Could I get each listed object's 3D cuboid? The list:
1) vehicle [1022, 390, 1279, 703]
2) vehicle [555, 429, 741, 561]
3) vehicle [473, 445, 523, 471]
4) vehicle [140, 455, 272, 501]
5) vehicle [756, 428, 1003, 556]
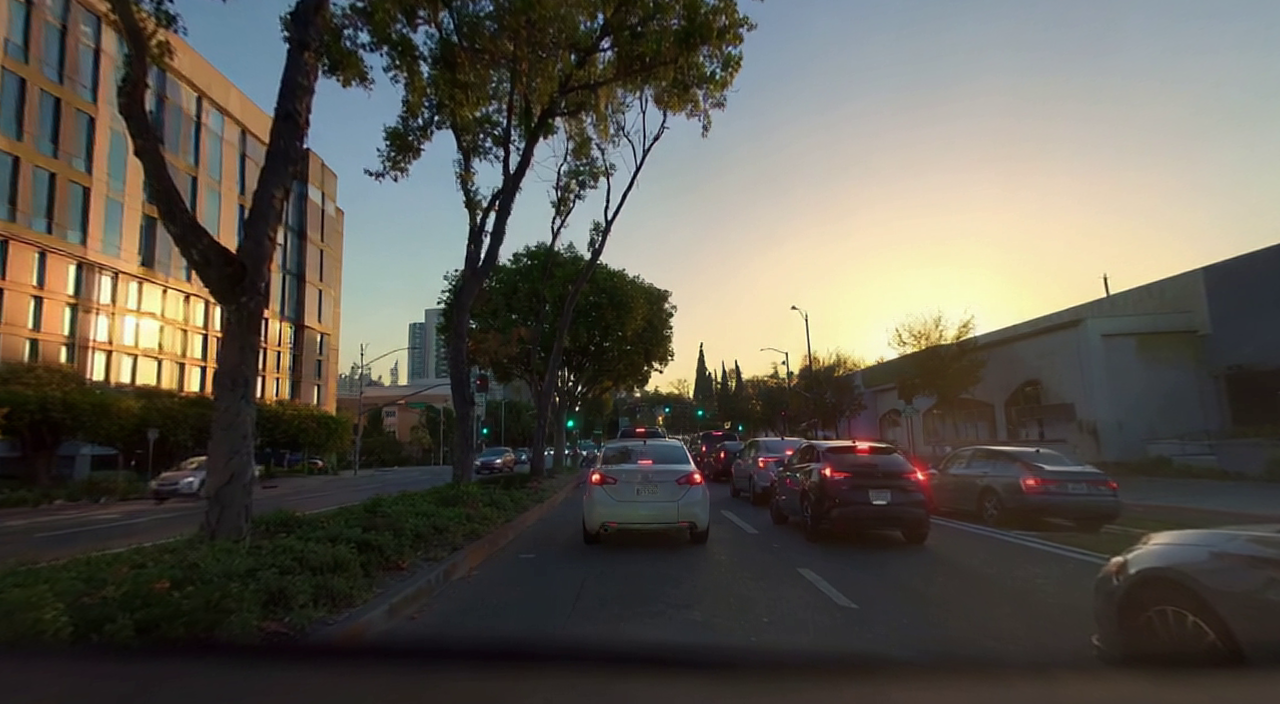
[{"bbox_3d":[3.219,0.749,1.296,1.982,1.491,4.664,0,-8,1],"label":"vehicle"},{"bbox_3d":[0.057,1.926,9.281,2.105,1.474,4.127,0,-8,-1],"label":"vehicle"},{"bbox_3d":[-9.079,6.812,40.843,2.000,1.519,4.964,0,-8,1],"label":"vehicle"},{"bbox_3d":[-16.190,4.693,23.922,1.848,1.447,4.501,0,-8,-1],"label":"vehicle"},{"bbox_3d":[3.256,1.992,9.792,1.995,1.483,4.533,0,-8,-1],"label":"vehicle"}]
